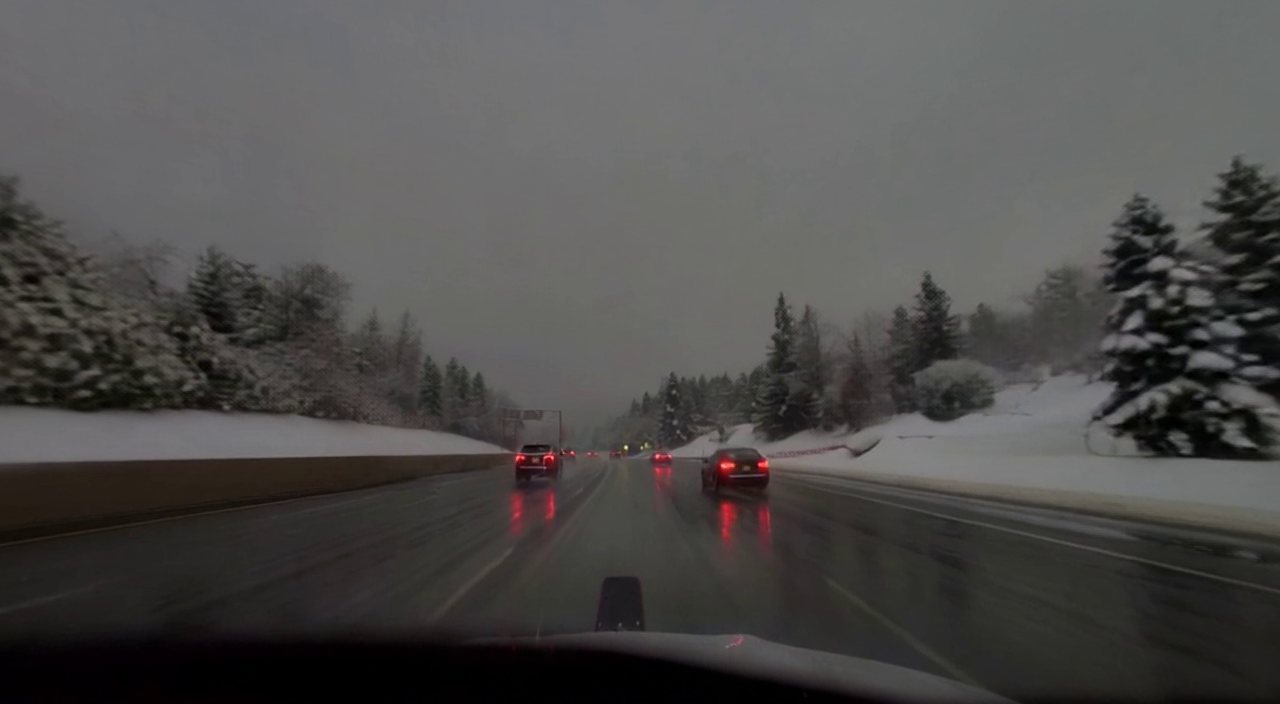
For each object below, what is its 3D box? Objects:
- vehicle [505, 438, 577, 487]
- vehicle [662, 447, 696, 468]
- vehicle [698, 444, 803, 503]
[{"bbox_3d":[-3.871,4.390,25.444,2.244,1.755,4.417,0,-9,-1],"label":"vehicle"},{"bbox_3d":[2.811,7.683,46.072,2.021,1.447,3.985,0,-9,-3],"label":"vehicle"},{"bbox_3d":[2.927,3.331,17.826,1.947,1.437,4.345,0,-9,-3],"label":"vehicle"}]
